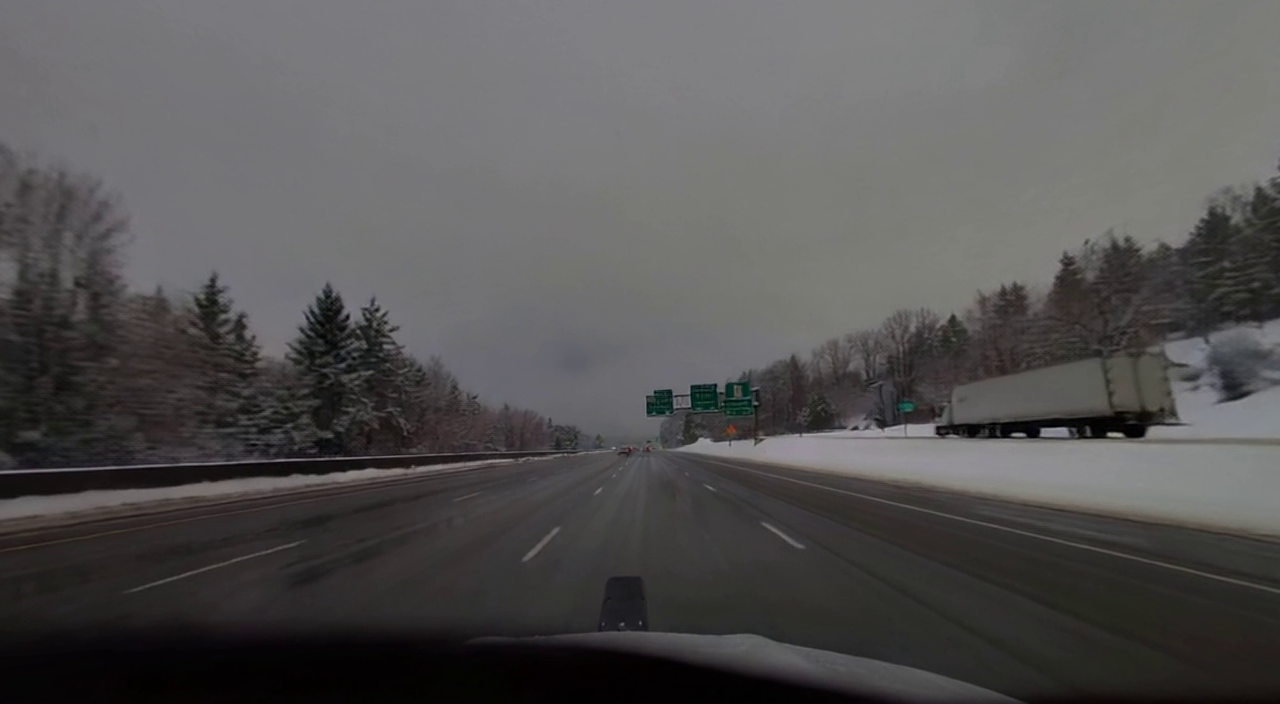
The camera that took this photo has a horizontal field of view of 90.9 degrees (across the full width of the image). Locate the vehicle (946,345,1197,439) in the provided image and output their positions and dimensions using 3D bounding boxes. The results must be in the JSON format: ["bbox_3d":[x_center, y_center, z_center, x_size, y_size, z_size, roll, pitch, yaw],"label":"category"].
[{"bbox_3d":[23.579,2.962,37.006,2.978,4.245,16.936,0,-8,0],"label":"vehicle"}]
